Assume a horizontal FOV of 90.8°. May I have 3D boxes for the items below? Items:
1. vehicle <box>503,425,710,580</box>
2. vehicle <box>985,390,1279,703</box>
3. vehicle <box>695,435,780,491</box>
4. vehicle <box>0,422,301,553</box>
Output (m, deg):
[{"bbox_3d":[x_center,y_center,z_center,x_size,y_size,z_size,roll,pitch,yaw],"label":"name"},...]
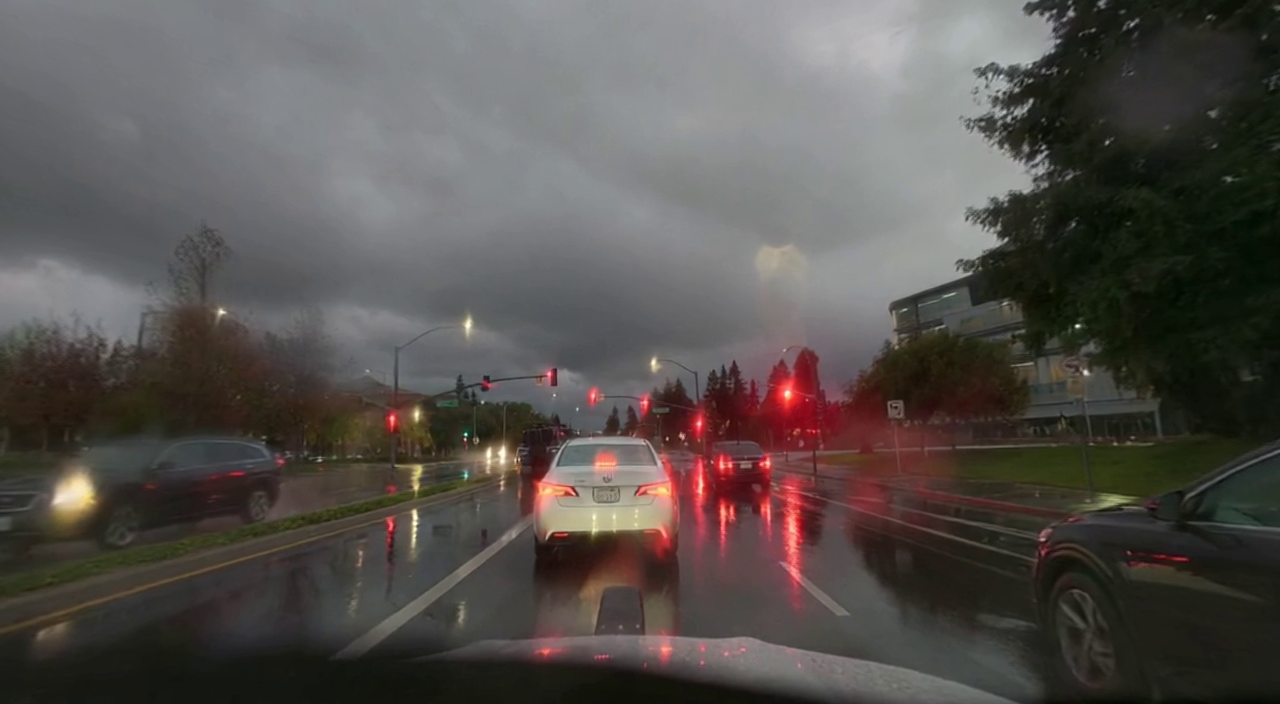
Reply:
[{"bbox_3d":[-0.353,1.745,8.010,2.006,1.487,3.535,0,-9,-1],"label":"vehicle"},{"bbox_3d":[3.137,0.810,1.745,1.910,1.474,4.263,0,-9,-1],"label":"vehicle"},{"bbox_3d":[2.949,3.451,19.929,1.874,1.556,4.116,0,-9,-2],"label":"vehicle"},{"bbox_3d":[-8.481,2.236,11.239,2.047,1.751,5.263,0,-9,-1],"label":"vehicle"}]
